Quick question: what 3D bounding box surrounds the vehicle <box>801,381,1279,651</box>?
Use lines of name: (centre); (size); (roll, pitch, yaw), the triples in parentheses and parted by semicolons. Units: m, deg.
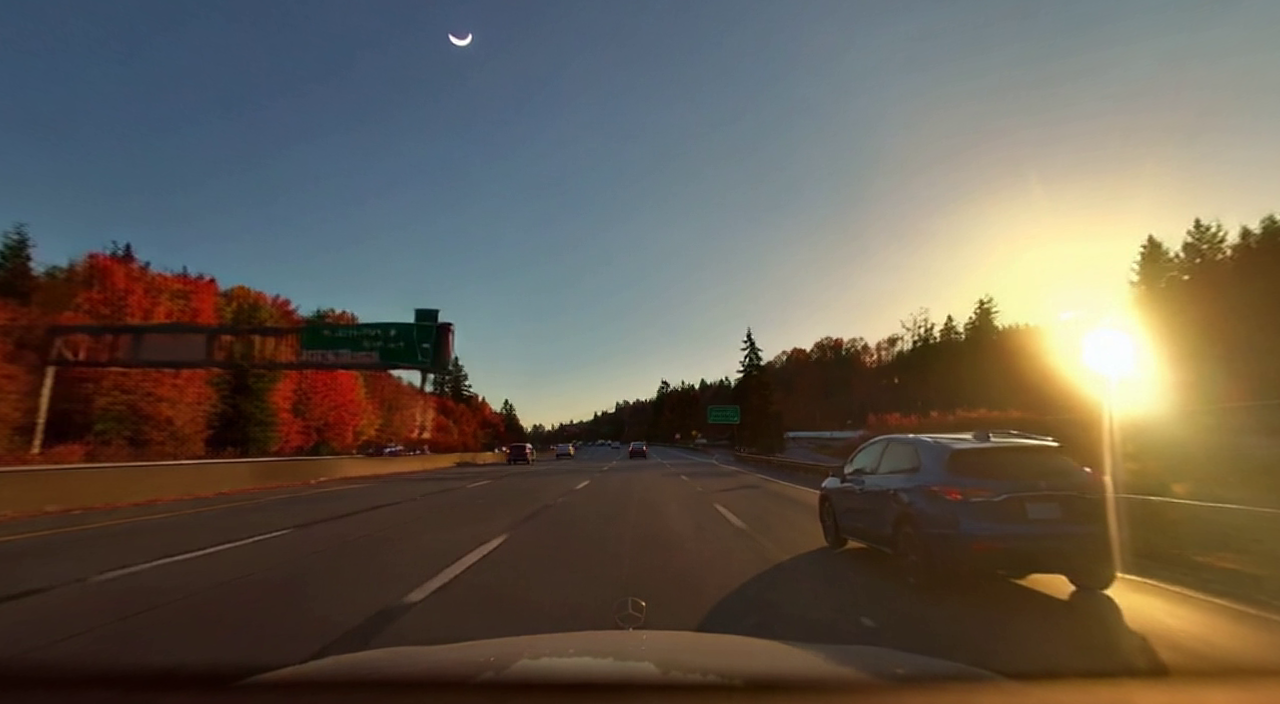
vehicle: (3.225, 1.348, 6.193); (2.120, 1.706, 4.226); (0, -8, 0)

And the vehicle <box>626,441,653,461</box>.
vehicle: (-0.033, 7.668, 49.100); (1.985, 1.450, 4.266); (0, -8, 0)
